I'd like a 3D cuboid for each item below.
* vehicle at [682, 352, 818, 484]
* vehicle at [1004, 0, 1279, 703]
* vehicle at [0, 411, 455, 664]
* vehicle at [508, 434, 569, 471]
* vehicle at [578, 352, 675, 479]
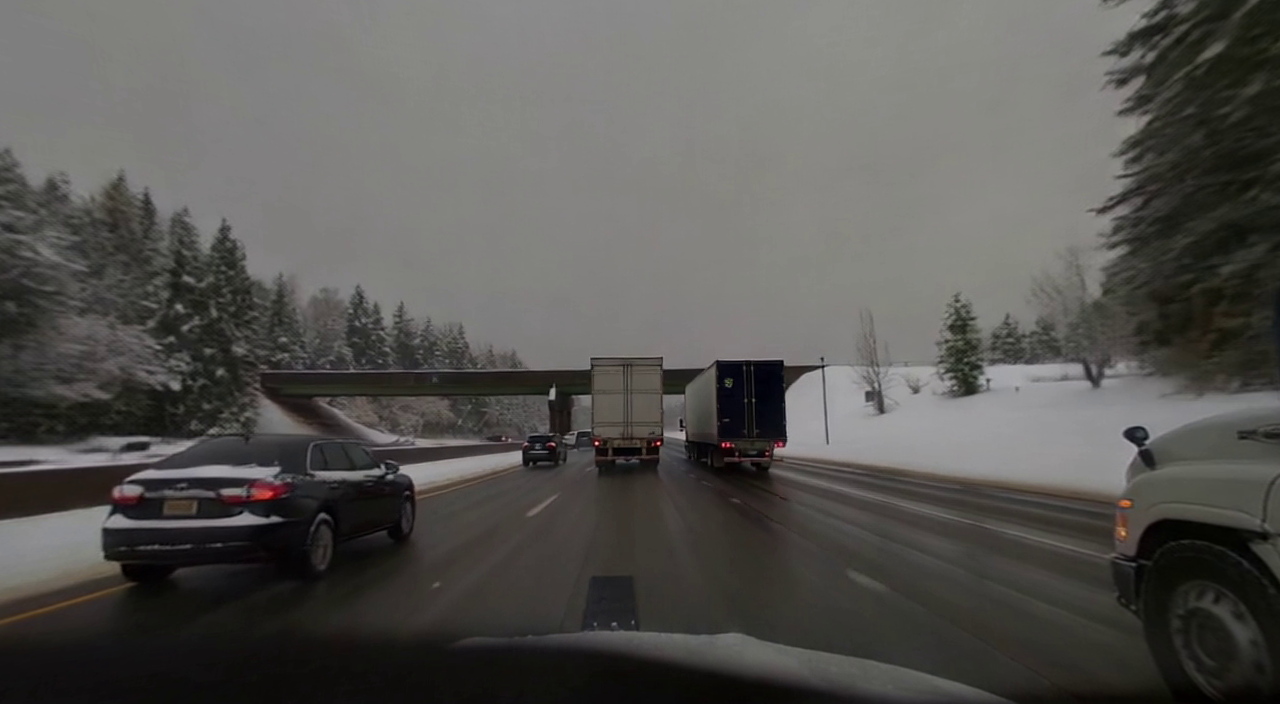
[{"bbox_3d":[3.621,2.710,24.366,2.817,3.886,11.491,0,-8,-2],"label":"vehicle"},{"bbox_3d":[3.934,-0.492,0.899,3.074,3.896,5.910,0,-8,-1],"label":"vehicle"},{"bbox_3d":[-3.446,1.399,6.057,1.894,1.460,4.662,0,-8,0],"label":"vehicle"},{"bbox_3d":[-4.325,4.326,27.520,2.049,1.483,3.786,0,-8,0],"label":"vehicle"},{"bbox_3d":[-0.519,2.728,25.536,3.090,4.065,10.702,0,-8,-1],"label":"vehicle"}]
